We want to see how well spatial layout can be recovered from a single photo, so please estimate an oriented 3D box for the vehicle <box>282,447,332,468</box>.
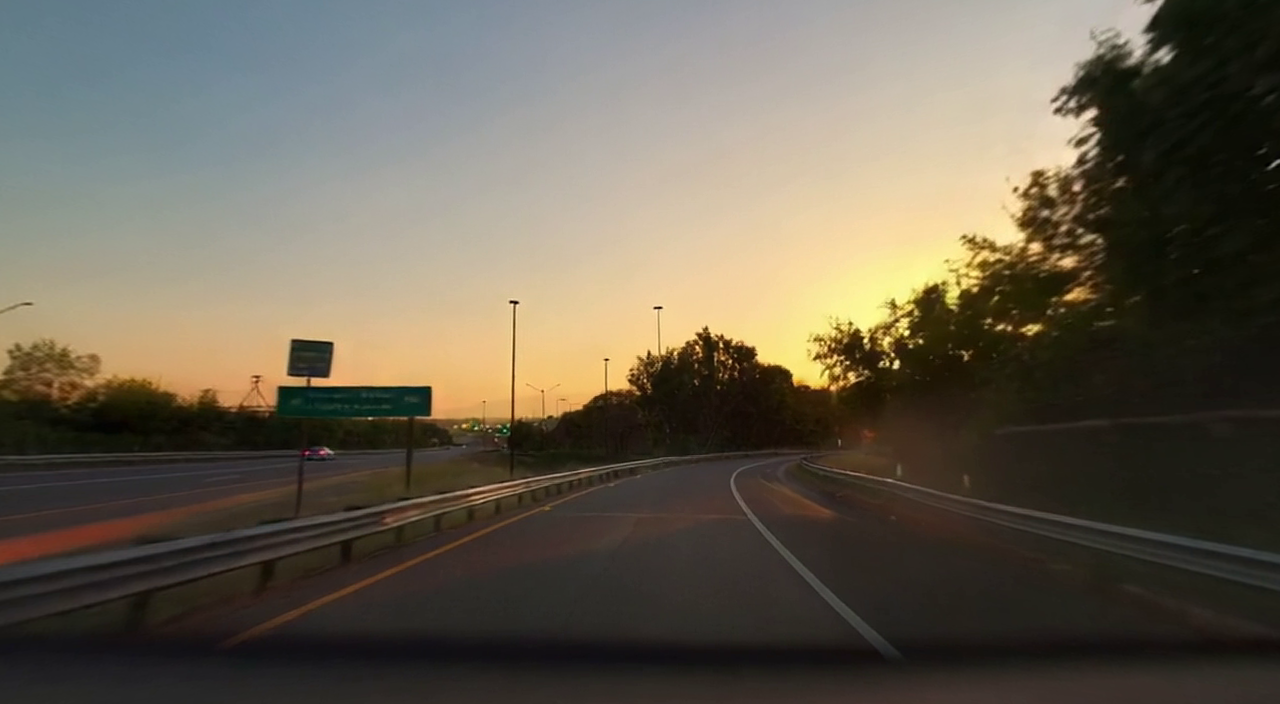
[{"bbox_3d":[-25.105,7.966,47.725,2.044,1.492,4.665,2,-9,-12],"label":"vehicle"}]
